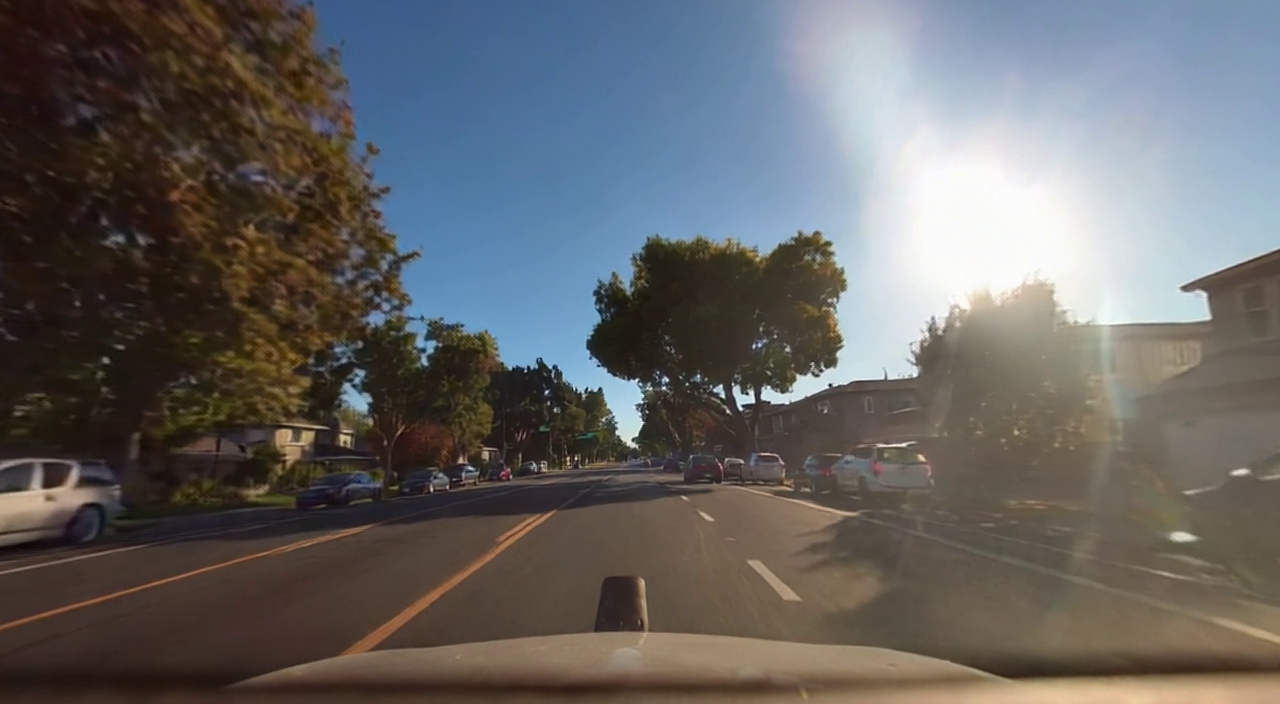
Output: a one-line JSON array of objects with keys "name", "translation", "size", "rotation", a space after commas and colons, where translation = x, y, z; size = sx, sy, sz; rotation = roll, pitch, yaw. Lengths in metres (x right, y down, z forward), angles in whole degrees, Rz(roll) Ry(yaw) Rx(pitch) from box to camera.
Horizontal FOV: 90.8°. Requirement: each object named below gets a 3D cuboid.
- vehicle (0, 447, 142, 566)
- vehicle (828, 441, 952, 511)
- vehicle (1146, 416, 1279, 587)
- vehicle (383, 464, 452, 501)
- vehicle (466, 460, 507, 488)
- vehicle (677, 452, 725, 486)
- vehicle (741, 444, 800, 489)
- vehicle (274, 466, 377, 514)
[{"name": "vehicle", "translation": [-11.568, 2.620, 10.934], "size": [2.181, 1.920, 4.570], "rotation": [0, -8, -1]}, {"name": "vehicle", "translation": [7.495, 3.715, 19.563], "size": [1.873, 1.867, 4.673], "rotation": [0, -8, -1]}, {"name": "vehicle", "translation": [7.839, 1.449, 5.756], "size": [2.001, 1.793, 5.146], "rotation": [0, -8, -3]}, {"name": "vehicle", "translation": [-11.854, 6.971, 34.075], "size": [1.888, 1.668, 5.052], "rotation": [0, -8, 0]}, {"name": "vehicle", "translation": [-11.578, 9.198, 47.941], "size": [2.049, 1.848, 4.693], "rotation": [0, -8, -1]}, {"name": "vehicle", "translation": [3.129, 6.093, 33.241], "size": [1.951, 1.620, 4.582], "rotation": [0, -8, -2]}, {"name": "vehicle", "translation": [7.154, 6.333, 35.330], "size": [2.081, 2.286, 4.941], "rotation": [0, -8, -2]}, {"name": "vehicle", "translation": [-11.790, 5.163, 24.042], "size": [1.809, 1.476, 4.423], "rotation": [0, -8, -3]}]
